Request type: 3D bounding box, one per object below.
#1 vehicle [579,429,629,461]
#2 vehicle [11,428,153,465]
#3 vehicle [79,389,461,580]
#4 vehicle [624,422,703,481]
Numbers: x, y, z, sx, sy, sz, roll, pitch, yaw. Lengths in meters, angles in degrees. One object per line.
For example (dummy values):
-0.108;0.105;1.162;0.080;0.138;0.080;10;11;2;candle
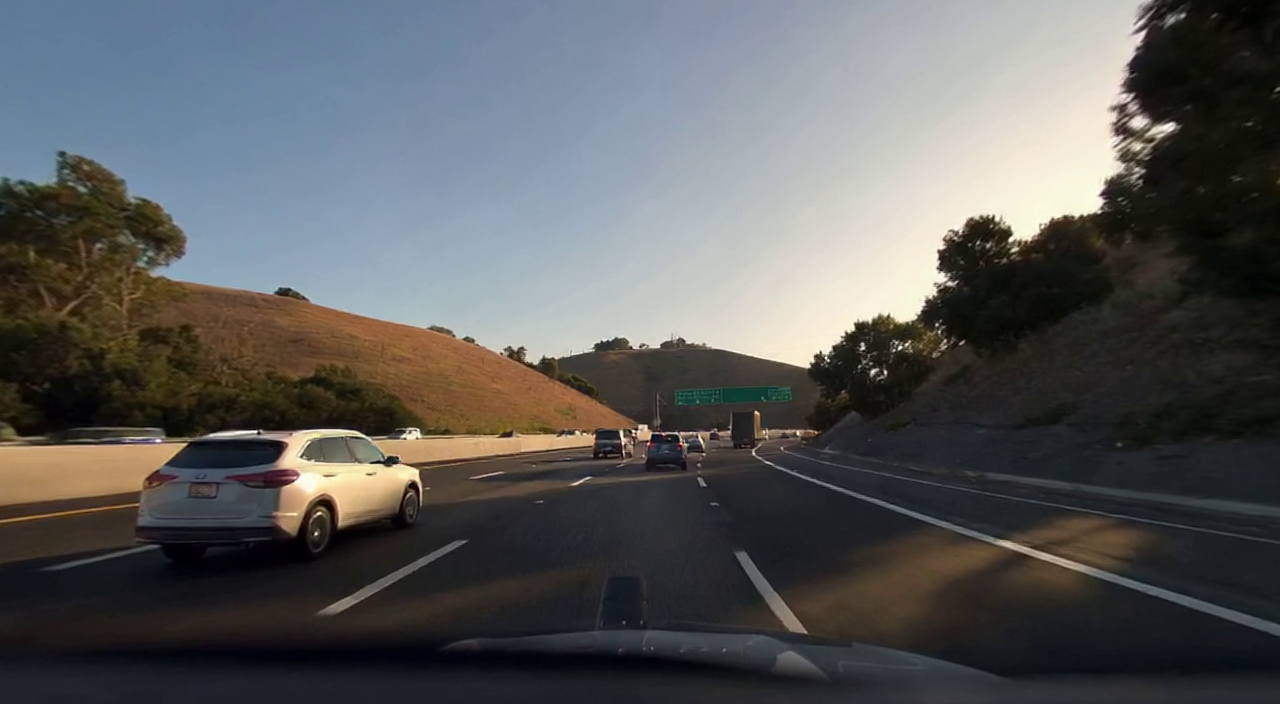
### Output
-1.974;5.341;36.146;2.194;1.702;4.305;-1;-8;6;vehicle
-24.560;4.185;28.040;2.032;1.461;4.512;-1;-8;3;vehicle
-3.992;1.517;7.982;2.077;1.712;4.406;0;-8;1;vehicle
0.861;3.458;22.107;2.484;1.820;4.497;-1;-8;3;vehicle
